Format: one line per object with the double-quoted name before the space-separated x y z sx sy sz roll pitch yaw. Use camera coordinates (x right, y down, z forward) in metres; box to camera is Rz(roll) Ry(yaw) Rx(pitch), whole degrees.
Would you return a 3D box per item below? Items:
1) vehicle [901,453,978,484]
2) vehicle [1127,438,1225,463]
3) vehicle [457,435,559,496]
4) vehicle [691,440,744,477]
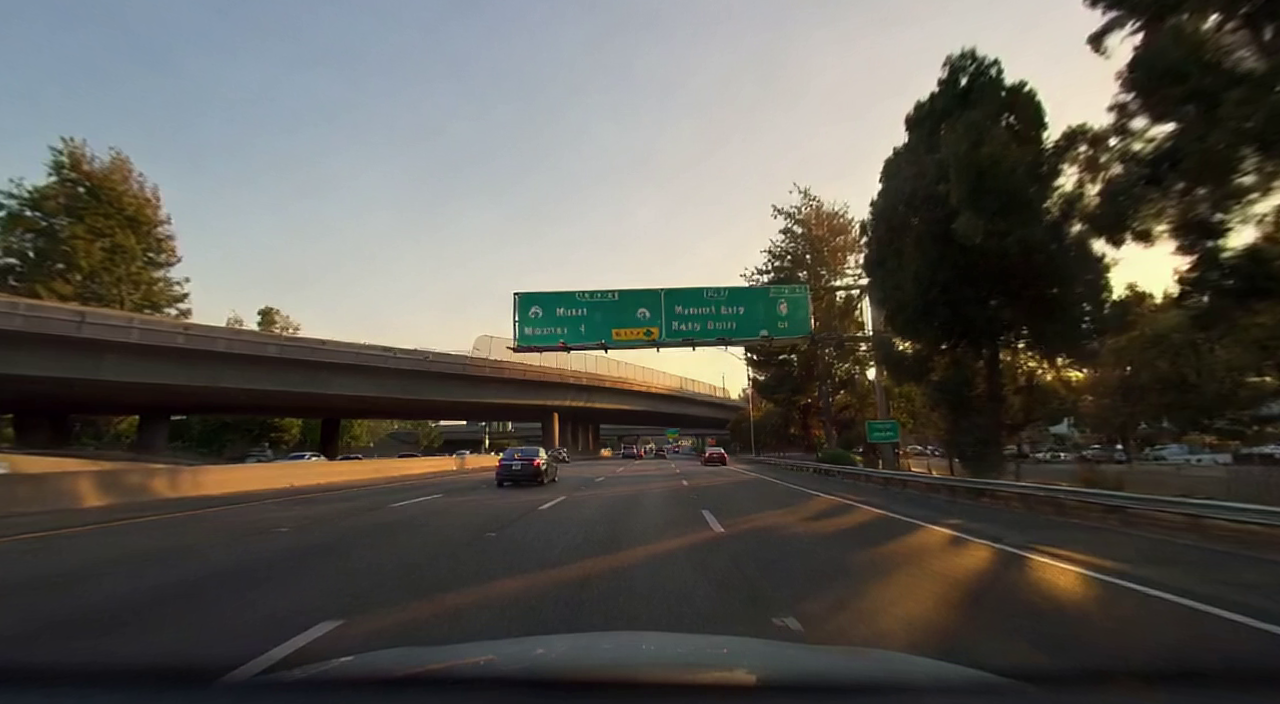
"vehicle" 15.828 6.152 33.620 1.941 1.475 4.406 0 -8 1
"vehicle" 36.100 6.668 42.567 4.671 1.619 2.080 0 -8 1
"vehicle" -4.064 3.583 20.333 2.196 1.733 4.355 -1 -8 2
"vehicle" 3.776 5.269 31.548 2.229 1.704 4.392 0 -8 2
